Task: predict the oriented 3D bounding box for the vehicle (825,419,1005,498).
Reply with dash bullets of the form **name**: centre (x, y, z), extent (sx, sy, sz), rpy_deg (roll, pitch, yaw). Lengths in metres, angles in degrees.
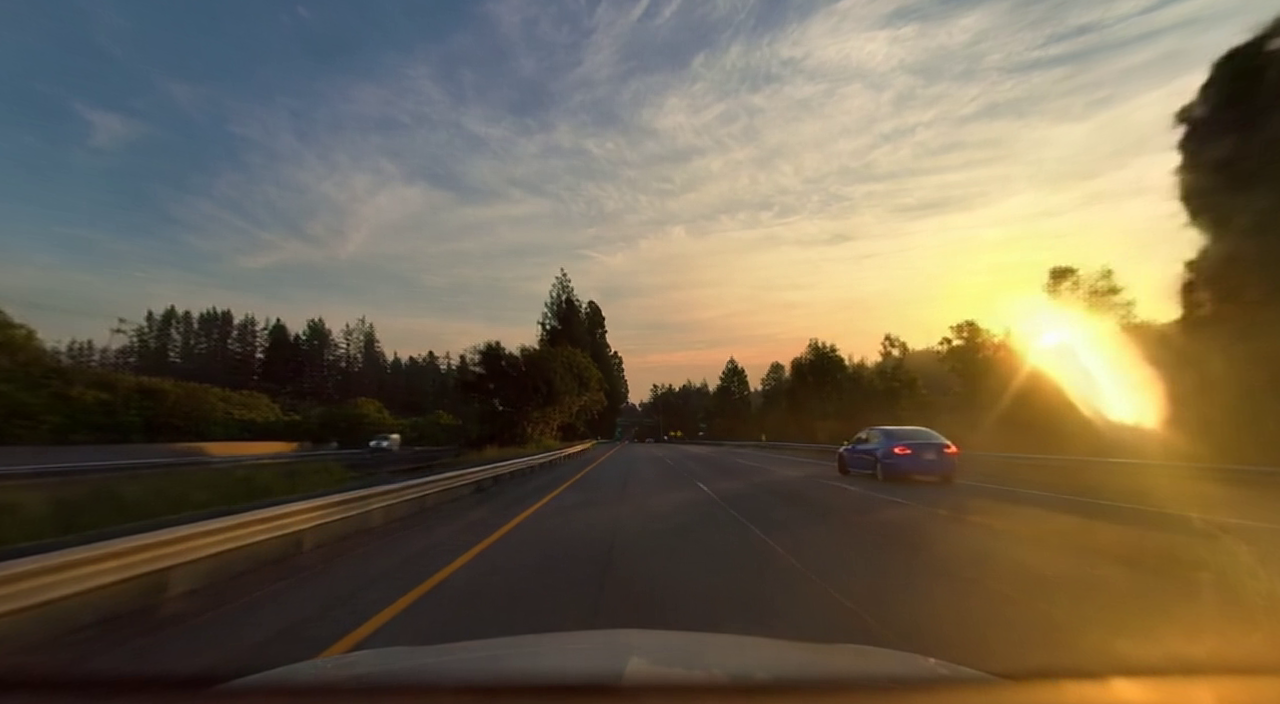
- **vehicle**: centre (6.769, 2.667, 16.282), extent (2.273, 1.698, 4.863), rpy_deg (0, -8, -3)
